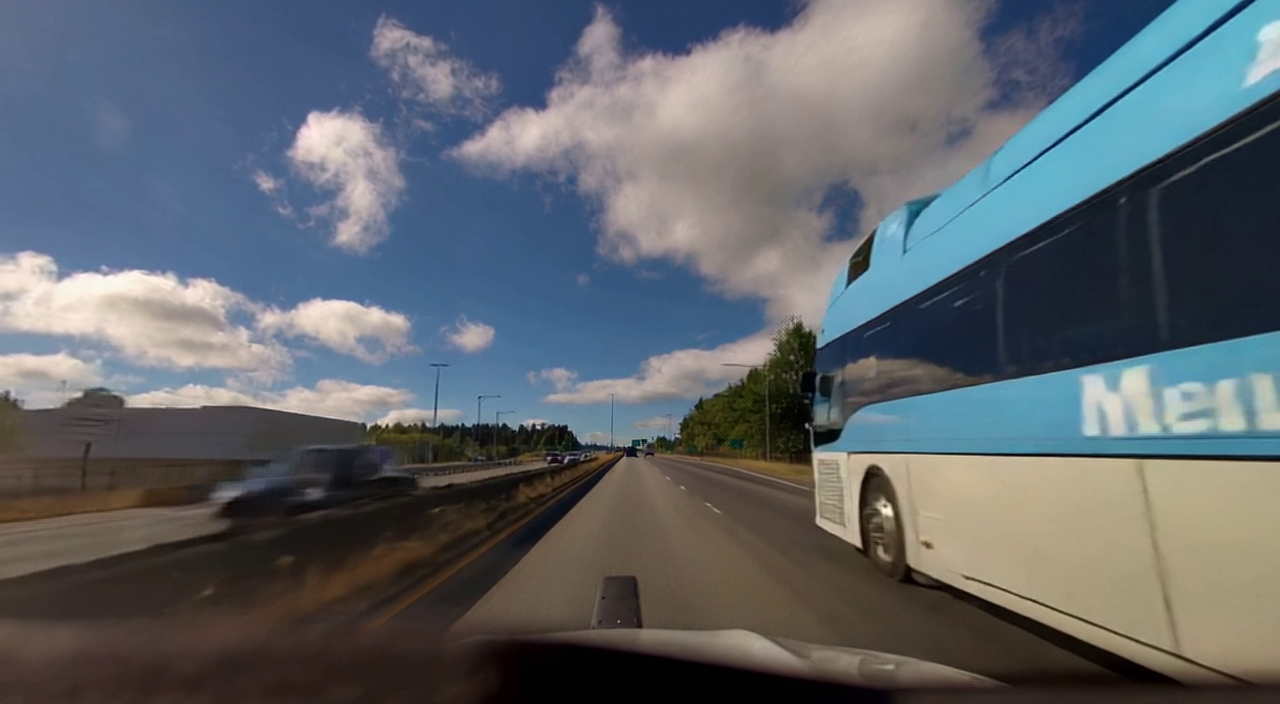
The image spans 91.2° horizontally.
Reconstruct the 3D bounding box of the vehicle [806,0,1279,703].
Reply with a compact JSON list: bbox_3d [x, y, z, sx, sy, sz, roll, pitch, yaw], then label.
[{"bbox_3d":[3.816,-0.719,0.562,3.277,4.084,14.213,1,-9,-1],"label":"vehicle"}]

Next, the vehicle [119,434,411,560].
[{"bbox_3d":[-5.474,2.145,10.030,1.977,1.530,4.328,0,-9,0],"label":"vehicle"}]
